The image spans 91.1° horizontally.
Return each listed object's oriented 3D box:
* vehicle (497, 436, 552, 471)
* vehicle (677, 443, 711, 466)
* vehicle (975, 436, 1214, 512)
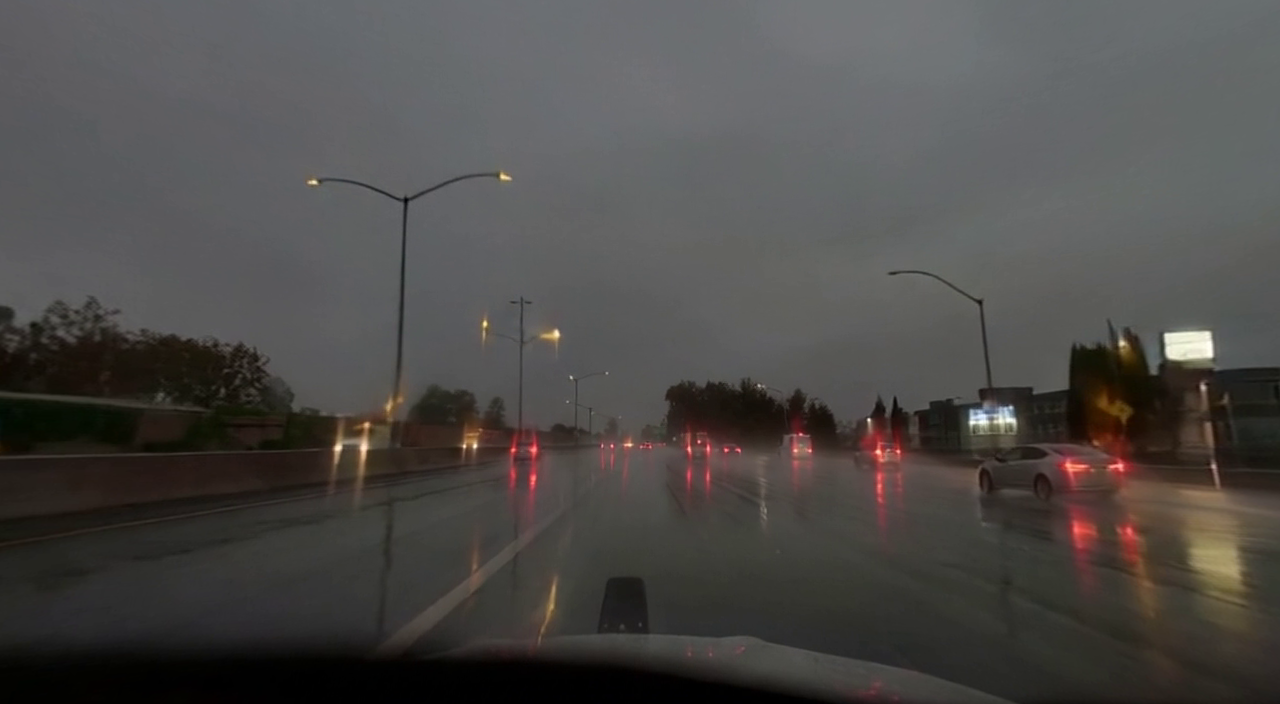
[{"bbox_3d":[-6.306,5.609,34.877,2.091,1.746,4.437,0,-9,1],"label":"vehicle"},{"bbox_3d":[3.664,7.024,43.087,1.950,1.453,3.378,0,-9,-1],"label":"vehicle"},{"bbox_3d":[10.218,2.756,14.769,1.979,1.467,4.839,0,-9,0],"label":"vehicle"}]
